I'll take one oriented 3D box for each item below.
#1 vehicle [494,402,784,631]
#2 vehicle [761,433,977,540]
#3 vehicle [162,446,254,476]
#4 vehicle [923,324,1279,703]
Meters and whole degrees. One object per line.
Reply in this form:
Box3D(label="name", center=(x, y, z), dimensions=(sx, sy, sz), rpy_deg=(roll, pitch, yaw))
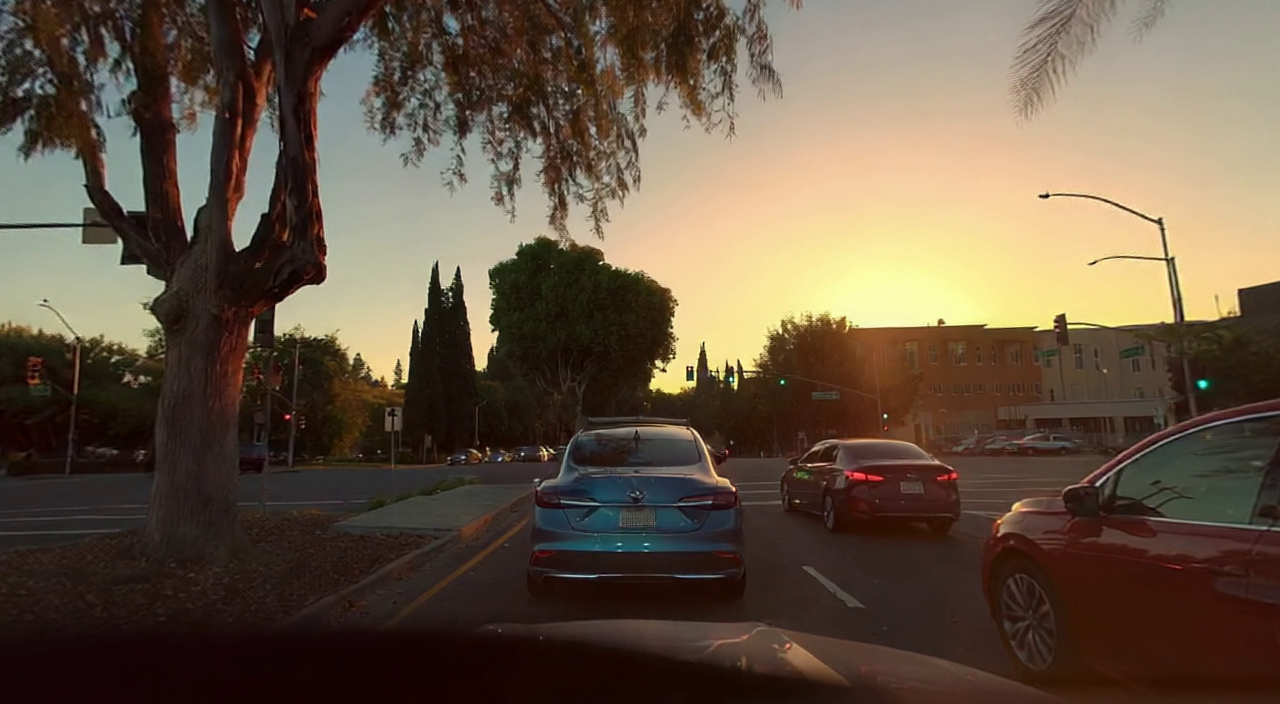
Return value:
Box3D(label="vehicle", center=(-0.025, 1.475, 6.515), dimensions=(2.074, 1.631, 3.793), rpy_deg=(0, -9, -1))
Box3D(label="vehicle", center=(3.692, 2.259, 11.299), dimensions=(2.054, 1.482, 4.654), rpy_deg=(0, -9, -1))
Box3D(label="vehicle", center=(-32.494, 8.189, 47.559), dimensions=(5.321, 2.089, 2.177), rpy_deg=(8, -12, -43))
Box3D(label="vehicle", center=(3.727, 0.932, 3.441), dimensions=(2.162, 1.829, 4.519), rpy_deg=(0, -9, -1))
